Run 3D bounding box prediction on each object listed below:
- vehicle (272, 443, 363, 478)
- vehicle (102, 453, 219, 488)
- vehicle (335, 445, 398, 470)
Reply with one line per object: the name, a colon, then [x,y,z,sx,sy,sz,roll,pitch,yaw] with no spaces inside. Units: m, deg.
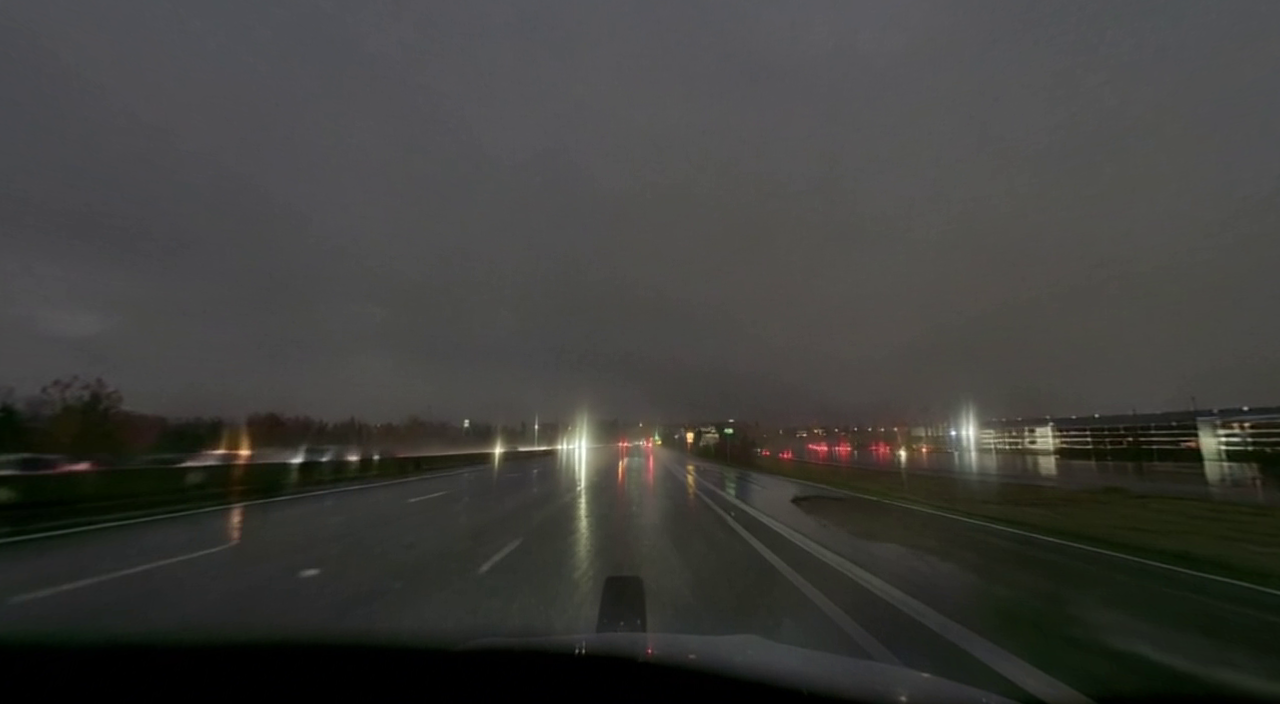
vehicle: [-14.949,5.039,29.563,1.943,1.481,4.364,0,-9,0]
vehicle: [-21.896,5.399,29.083,1.857,1.456,4.536,0,-9,0]
vehicle: [-18.288,7.071,42.467,2.123,1.517,4.776,0,-9,0]
